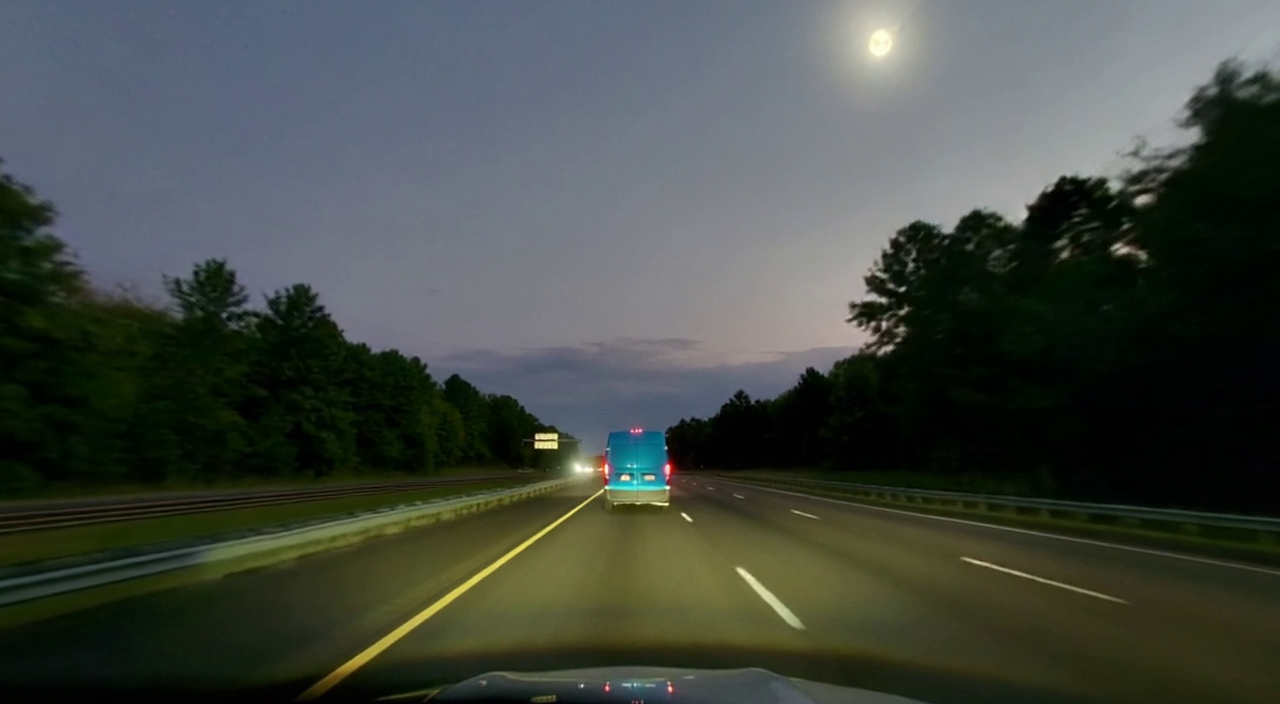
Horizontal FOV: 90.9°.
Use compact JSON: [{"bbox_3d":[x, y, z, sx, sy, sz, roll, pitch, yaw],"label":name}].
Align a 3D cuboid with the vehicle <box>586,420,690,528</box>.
[{"bbox_3d":[-0.151,3.381,17.674,2.375,2.432,6.161,1,-10,-2],"label":"vehicle"}]
